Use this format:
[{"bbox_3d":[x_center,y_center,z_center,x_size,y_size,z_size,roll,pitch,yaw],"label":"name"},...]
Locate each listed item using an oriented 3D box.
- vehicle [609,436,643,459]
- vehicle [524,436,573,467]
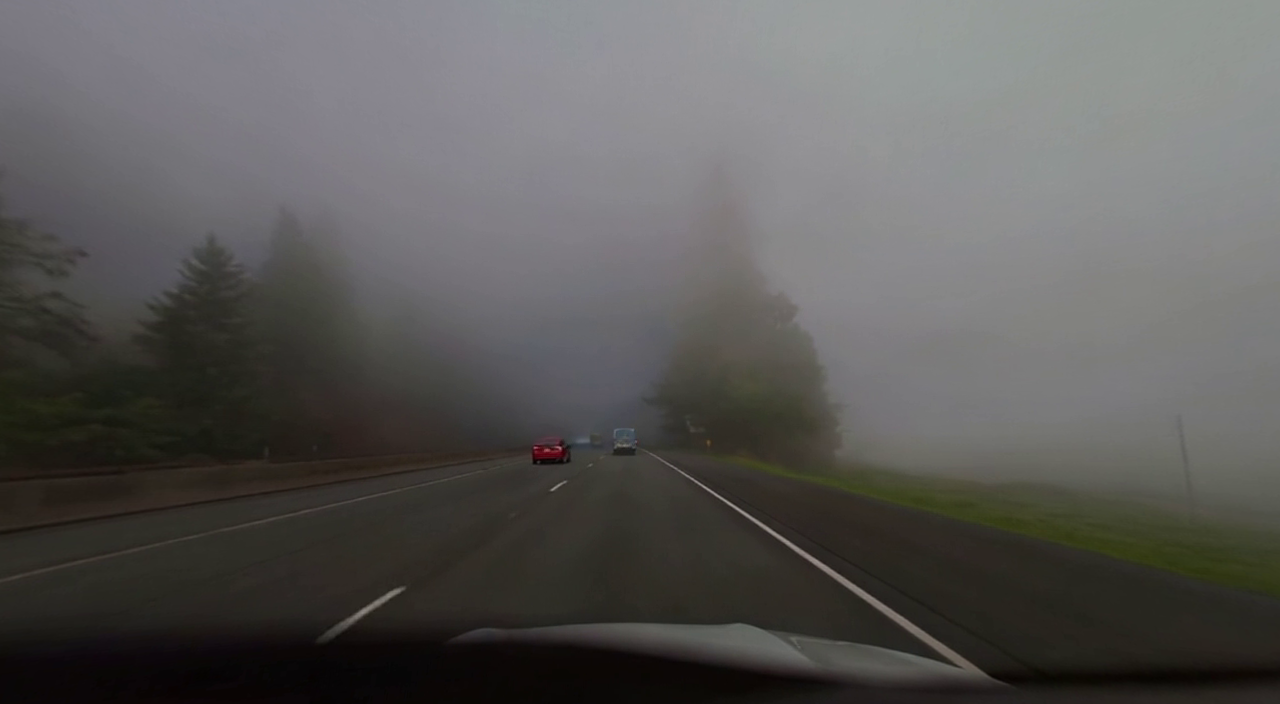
[{"bbox_3d":[-0.881,6.396,42.402,2.162,1.460,4.242,0,-8,0],"label":"vehicle"},{"bbox_3d":[-4.457,4.866,31.118,1.907,1.445,4.049,0,-8,-1],"label":"vehicle"}]
